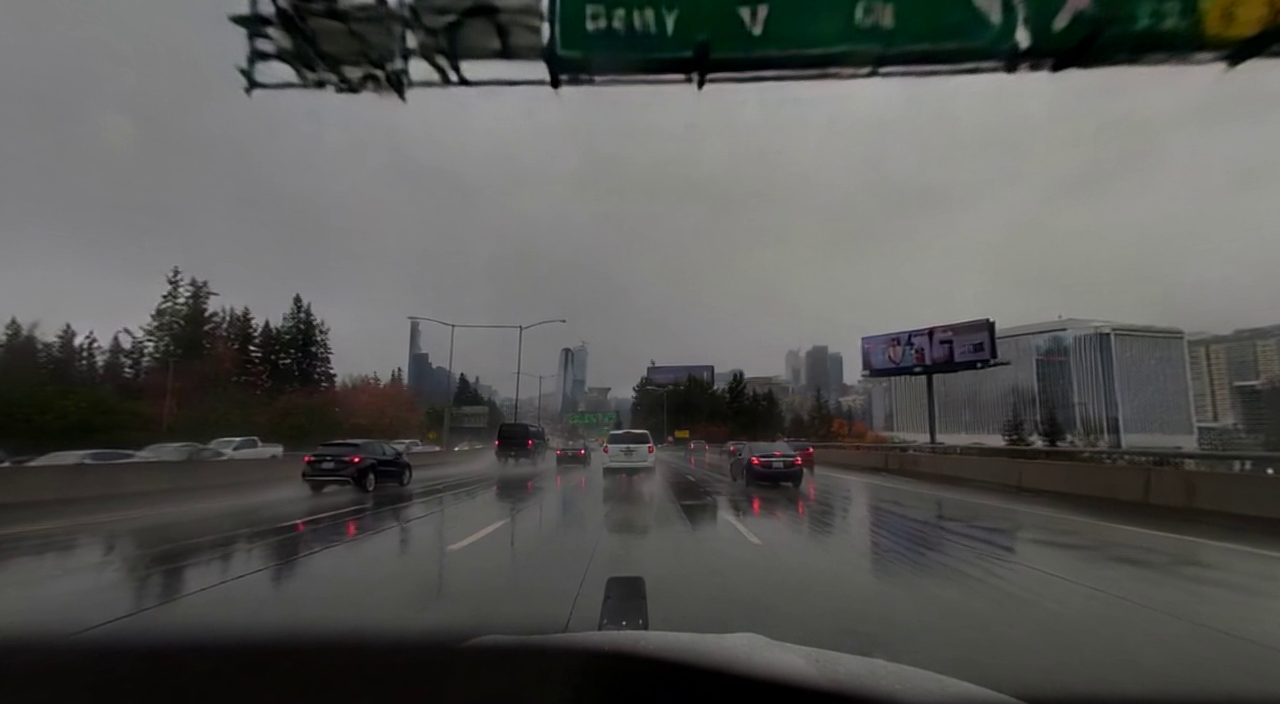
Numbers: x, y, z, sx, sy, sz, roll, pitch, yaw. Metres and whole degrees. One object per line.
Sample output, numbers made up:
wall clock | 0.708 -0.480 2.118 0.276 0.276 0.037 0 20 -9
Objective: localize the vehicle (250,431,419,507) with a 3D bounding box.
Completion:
vehicle | -7.438 2.869 15.997 2.021 1.632 4.417 0 -8 1

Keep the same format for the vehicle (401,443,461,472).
vehicle | -11.435 5.752 34.764 1.923 1.480 3.905 0 -8 0

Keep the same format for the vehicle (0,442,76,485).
vehicle | -25.676 4.453 25.297 1.889 1.629 4.486 0 -8 0

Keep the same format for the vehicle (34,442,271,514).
vehicle | -11.204 2.877 15.047 1.970 1.441 4.555 0 -8 1

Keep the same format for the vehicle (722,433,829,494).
vehicle | 3.674 3.106 18.015 1.942 1.487 4.518 0 -8 -1

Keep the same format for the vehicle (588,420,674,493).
vehicle | -0.250 3.023 18.599 2.209 1.863 4.626 0 -8 0

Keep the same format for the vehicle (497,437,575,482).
vehicle | -3.804 4.018 23.892 2.079 1.499 4.512 0 -8 1
